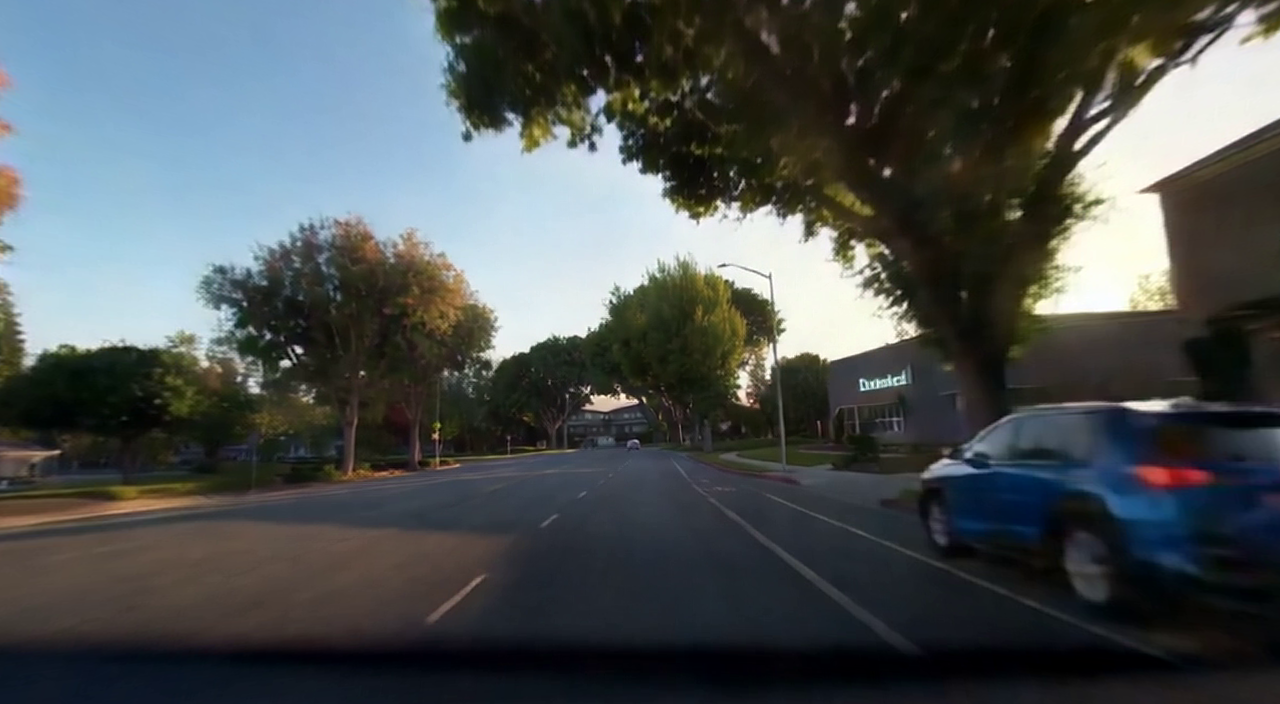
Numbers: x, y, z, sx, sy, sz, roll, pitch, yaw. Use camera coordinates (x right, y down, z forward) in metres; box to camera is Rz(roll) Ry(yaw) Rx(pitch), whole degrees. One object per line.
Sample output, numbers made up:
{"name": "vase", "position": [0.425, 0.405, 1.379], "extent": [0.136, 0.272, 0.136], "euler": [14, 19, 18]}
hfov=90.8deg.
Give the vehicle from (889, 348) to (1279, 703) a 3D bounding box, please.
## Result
{"name": "vehicle", "position": [4.293, 1.222, 5.508], "extent": [2.228, 1.814, 4.576], "euler": [0, -9, -2]}
